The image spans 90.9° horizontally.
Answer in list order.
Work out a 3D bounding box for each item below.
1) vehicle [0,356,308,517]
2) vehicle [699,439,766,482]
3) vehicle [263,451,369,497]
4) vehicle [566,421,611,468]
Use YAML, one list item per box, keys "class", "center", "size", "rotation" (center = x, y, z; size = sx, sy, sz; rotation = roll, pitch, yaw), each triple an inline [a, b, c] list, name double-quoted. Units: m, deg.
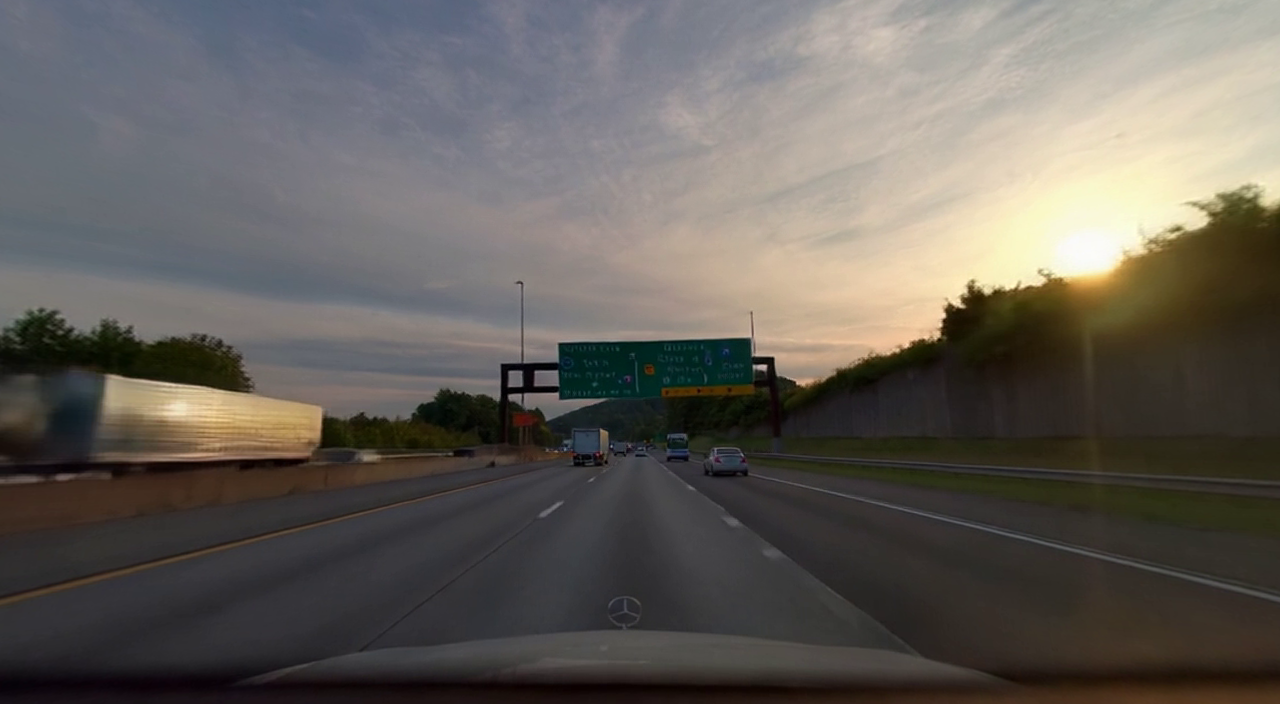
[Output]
- class: "vehicle"
  center: [-18.869, 3.422, 24.168]
  size: [3.193, 4.259, 17.218]
  rotation: [-1, -9, -1]
- class: "vehicle"
  center: [3.560, 4.270, 25.001]
  size: [1.983, 1.545, 4.038]
  rotation: [0, -9, -1]
- class: "vehicle"
  center: [-11.461, 4.308, 22.613]
  size: [1.762, 1.478, 3.882]
  rotation: [0, -9, -1]
- class: "vehicle"
  center: [-3.732, 6.926, 46.970]
  size: [2.667, 3.195, 6.731]
  rotation: [0, -9, 1]
